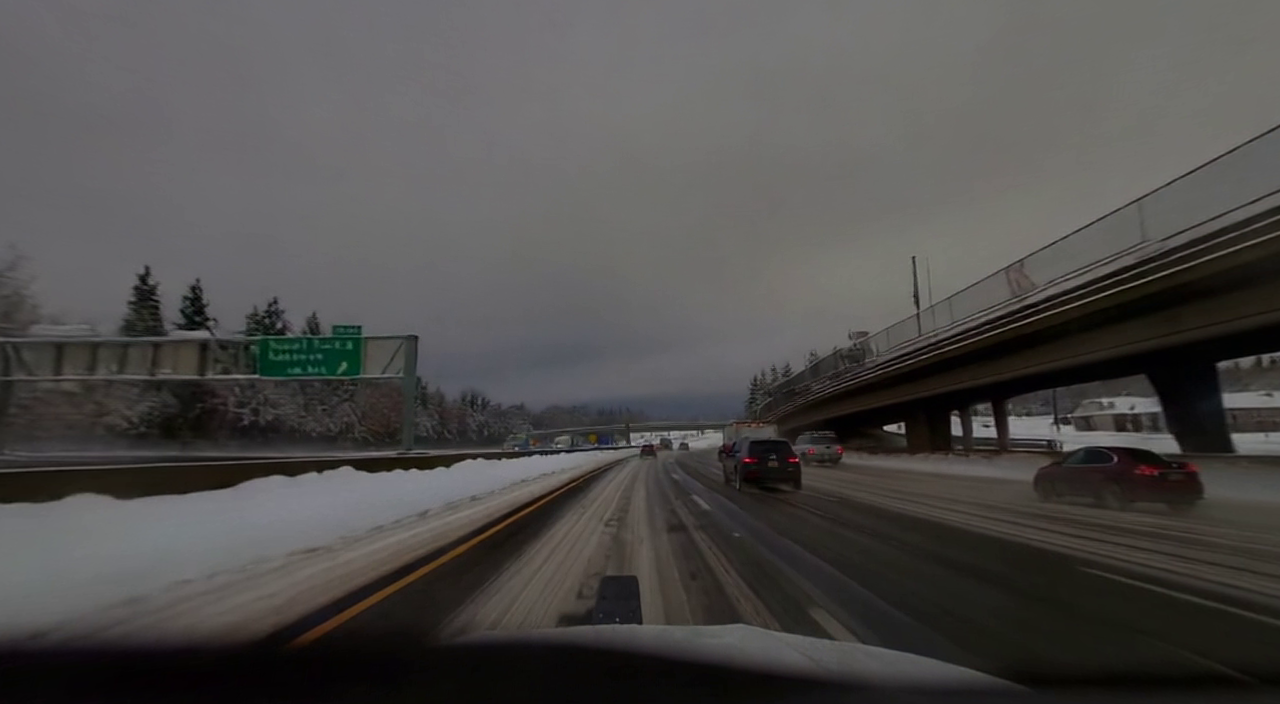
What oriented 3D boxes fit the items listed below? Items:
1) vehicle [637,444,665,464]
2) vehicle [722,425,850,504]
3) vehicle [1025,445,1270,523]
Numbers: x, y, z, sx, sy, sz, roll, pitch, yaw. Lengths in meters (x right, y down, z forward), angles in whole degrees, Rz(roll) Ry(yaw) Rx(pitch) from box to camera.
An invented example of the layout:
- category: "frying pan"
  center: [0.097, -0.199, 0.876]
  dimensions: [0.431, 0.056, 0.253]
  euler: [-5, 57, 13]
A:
- category: "vehicle"
  center: [0.843, 7.806, 48.516]
  dimensions: [2.046, 1.475, 3.784]
  euler: [-1, -9, 2]
- category: "vehicle"
  center: [3.630, 2.915, 16.801]
  dimensions: [2.226, 1.779, 4.835]
  euler: [0, -9, 0]
- category: "vehicle"
  center: [10.967, 2.831, 14.184]
  dimensions: [1.827, 1.448, 4.370]
  euler: [0, -9, -1]
